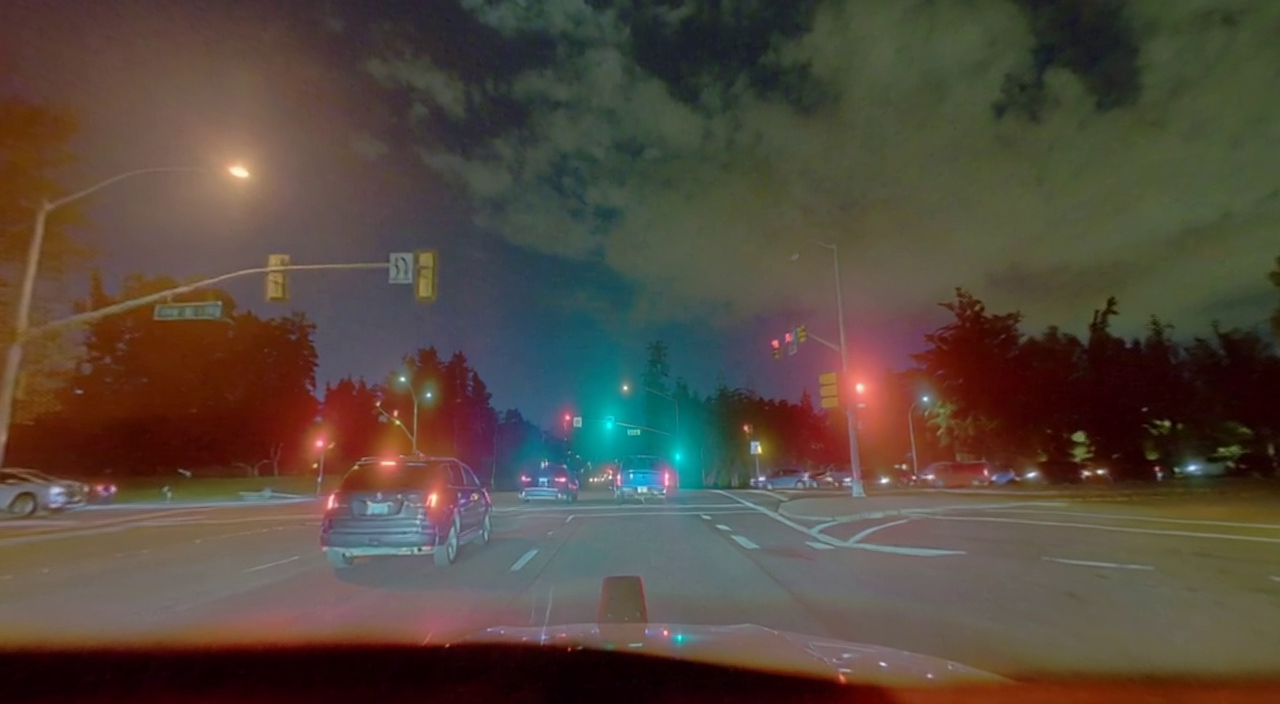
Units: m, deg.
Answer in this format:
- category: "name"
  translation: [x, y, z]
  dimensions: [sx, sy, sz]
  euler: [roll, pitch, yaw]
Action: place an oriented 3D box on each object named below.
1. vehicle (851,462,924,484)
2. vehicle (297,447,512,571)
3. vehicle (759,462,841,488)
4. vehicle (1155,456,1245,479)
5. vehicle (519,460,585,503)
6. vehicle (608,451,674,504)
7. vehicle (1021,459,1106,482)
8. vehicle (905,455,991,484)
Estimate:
- category: "vehicle"
  translation: [18.202, 8.924, 46.430]
  dimensions: [4.478, 1.495, 2.063]
  euler: [0, -9, -1]
- category: "vehicle"
  translation: [-3.319, 2.242, 9.724]
  dimensions: [1.960, 1.528, 3.490]
  euler: [0, -8, -1]
- category: "vehicle"
  translation: [10.716, 8.287, 42.447]
  dimensions: [4.875, 1.473, 2.077]
  euler: [-2, -12, -2]
- category: "vehicle"
  translation: [37.893, 7.792, 42.709]
  dimensions: [4.525, 1.468, 1.839]
  euler: [1, -9, -5]
- category: "vehicle"
  translation: [-3.428, 5.162, 25.517]
  dimensions: [2.013, 1.474, 4.393]
  euler: [0, -8, 0]
- category: "vehicle"
  translation: [0.058, 4.461, 22.770]
  dimensions: [2.163, 1.678, 3.846]
  euler: [0, -8, 1]
- category: "vehicle"
  translation: [28.745, 8.039, 42.866]
  dimensions: [4.365, 1.448, 1.928]
  euler: [0, -9, 0]
- category: "vehicle"
  translation: [20.804, 7.950, 42.688]
  dimensions: [4.585, 1.681, 2.140]
  euler: [-2, -10, 0]
